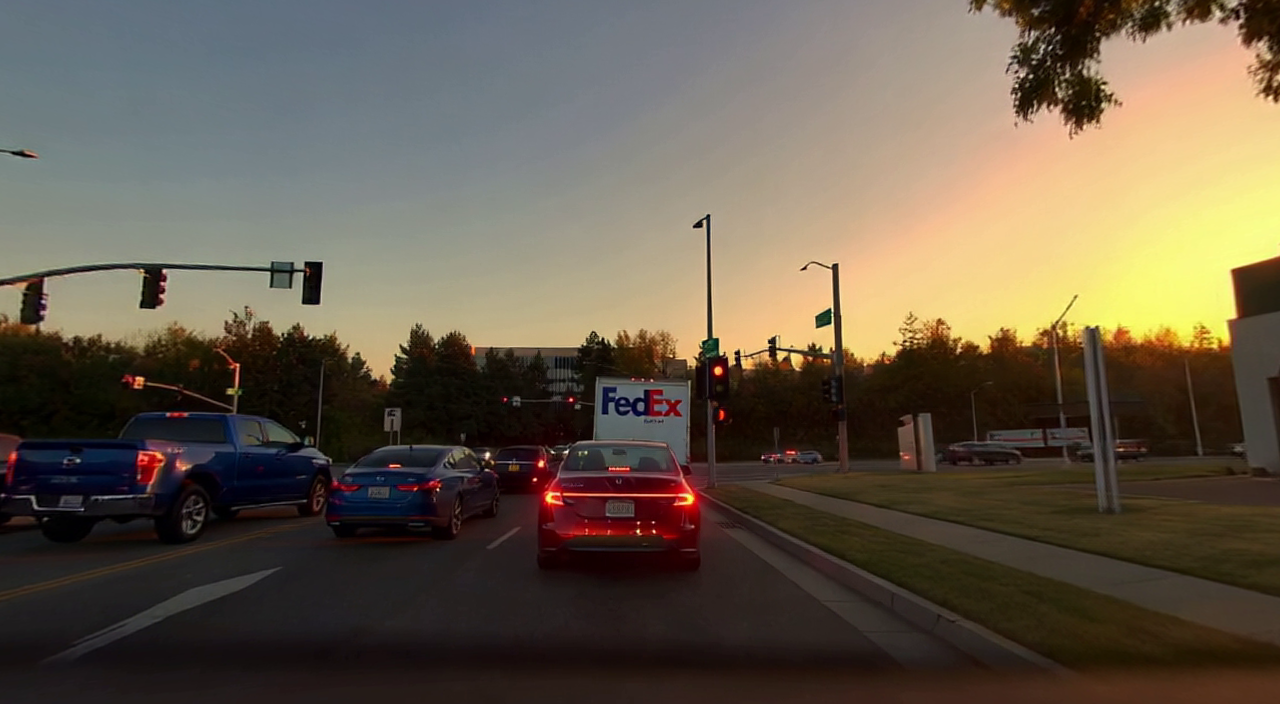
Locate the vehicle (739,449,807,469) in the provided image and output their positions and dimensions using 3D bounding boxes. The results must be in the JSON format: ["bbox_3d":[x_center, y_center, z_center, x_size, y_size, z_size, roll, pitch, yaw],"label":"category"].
[{"bbox_3d":[10.283,8.286,48.658,4.841,1.494,1.829,1,-9,-5],"label":"vehicle"}]

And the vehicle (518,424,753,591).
[{"bbox_3d":[-0.043,1.747,7.950,2.145,1.513,4.269,0,-9,0],"label":"vehicle"}]

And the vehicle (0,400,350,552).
[{"bbox_3d":[-7.283,1.979,10.743,2.125,1.893,5.498,0,-9,-2],"label":"vehicle"}]

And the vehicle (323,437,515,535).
[{"bbox_3d":[-3.863,2.395,11.937,1.949,1.487,4.390,0,-9,1],"label":"vehicle"}]

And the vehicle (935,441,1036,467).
[{"bbox_3d":[20.222,5.989,36.873,4.794,1.481,1.968,0,-8,-3],"label":"vehicle"}]
